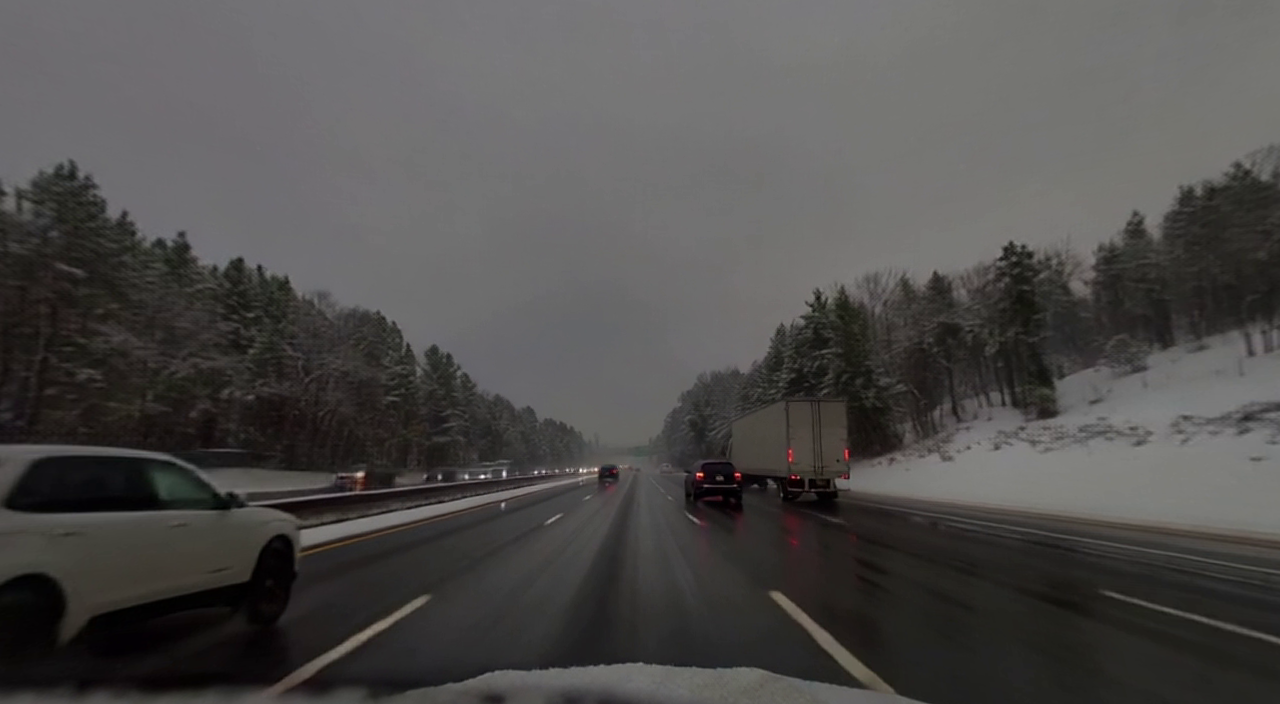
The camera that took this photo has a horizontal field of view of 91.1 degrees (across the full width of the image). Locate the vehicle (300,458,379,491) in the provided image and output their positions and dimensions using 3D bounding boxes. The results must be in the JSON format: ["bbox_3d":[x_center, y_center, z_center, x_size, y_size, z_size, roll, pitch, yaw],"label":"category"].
[{"bbox_3d":[-15.234,6.252,32.113,1.941,1.514,4.221,1,-10,0],"label":"vehicle"}]

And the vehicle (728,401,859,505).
[{"bbox_3d":[7.404,5.554,34.017,2.883,4.151,17.144,1,-10,0],"label":"vehicle"}]

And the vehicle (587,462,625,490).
[{"bbox_3d":[-1.981,7.482,38.094,2.025,1.547,4.150,1,-10,1],"label":"vehicle"}]

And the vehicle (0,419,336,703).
[{"bbox_3d":[-3.817,1.131,3.288,2.065,1.485,4.682,1,-10,0],"label":"vehicle"}]

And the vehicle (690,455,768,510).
[{"bbox_3d":[3.077,4.643,22.654,2.050,1.708,4.457,1,-10,-1],"label":"vehicle"}]
